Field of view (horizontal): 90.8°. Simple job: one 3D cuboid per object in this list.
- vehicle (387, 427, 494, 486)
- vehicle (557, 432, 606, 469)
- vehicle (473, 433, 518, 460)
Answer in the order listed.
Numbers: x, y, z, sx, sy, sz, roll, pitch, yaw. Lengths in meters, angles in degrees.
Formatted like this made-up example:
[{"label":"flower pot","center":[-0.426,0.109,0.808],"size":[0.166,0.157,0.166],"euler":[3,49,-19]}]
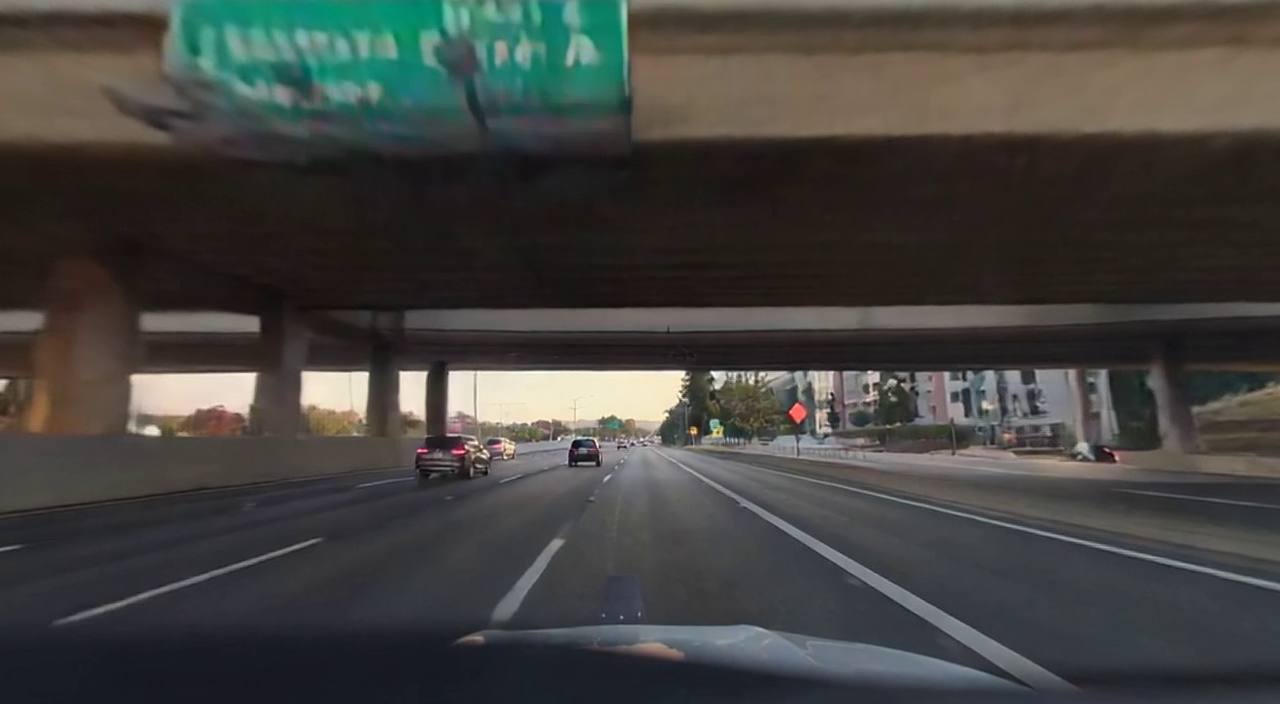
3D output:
[{"label":"vehicle","center":[-6.541,3.475,21.346],"size":[2.015,1.762,4.790],"euler":[0,-8,0]},{"label":"vehicle","center":[-2.843,4.911,31.571],"size":[2.027,1.697,4.307],"euler":[0,-8,0]},{"label":"vehicle","center":[-9.820,6.490,43.400],"size":[1.969,1.759,4.758],"euler":[0,-8,0]}]
